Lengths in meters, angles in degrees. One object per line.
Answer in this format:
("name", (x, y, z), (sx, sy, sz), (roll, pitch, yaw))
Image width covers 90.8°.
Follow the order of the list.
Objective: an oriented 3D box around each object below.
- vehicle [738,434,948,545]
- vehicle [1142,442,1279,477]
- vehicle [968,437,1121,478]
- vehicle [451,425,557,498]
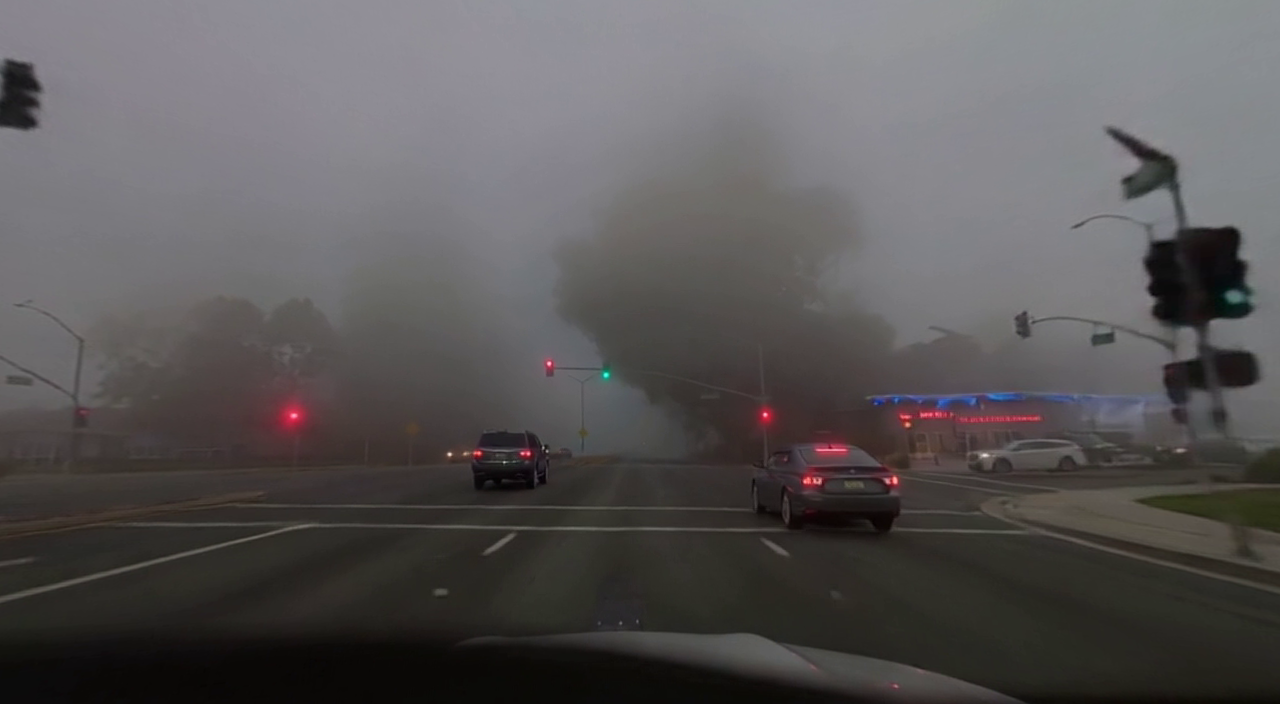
("vehicle", (3.174, 2.256, 11.140), (1.975, 1.502, 4.787), (0, -9, -2))
("vehicle", (27.938, 5.246, 31.032), (4.874, 1.625, 1.930), (0, -9, 0))
("vehicle", (19.988, 5.223, 31.415), (5.886, 1.798, 2.407), (-1, -9, 0))
("vehicle", (-3.705, 3.085, 18.137), (1.997, 1.806, 4.500), (0, -9, 1))
